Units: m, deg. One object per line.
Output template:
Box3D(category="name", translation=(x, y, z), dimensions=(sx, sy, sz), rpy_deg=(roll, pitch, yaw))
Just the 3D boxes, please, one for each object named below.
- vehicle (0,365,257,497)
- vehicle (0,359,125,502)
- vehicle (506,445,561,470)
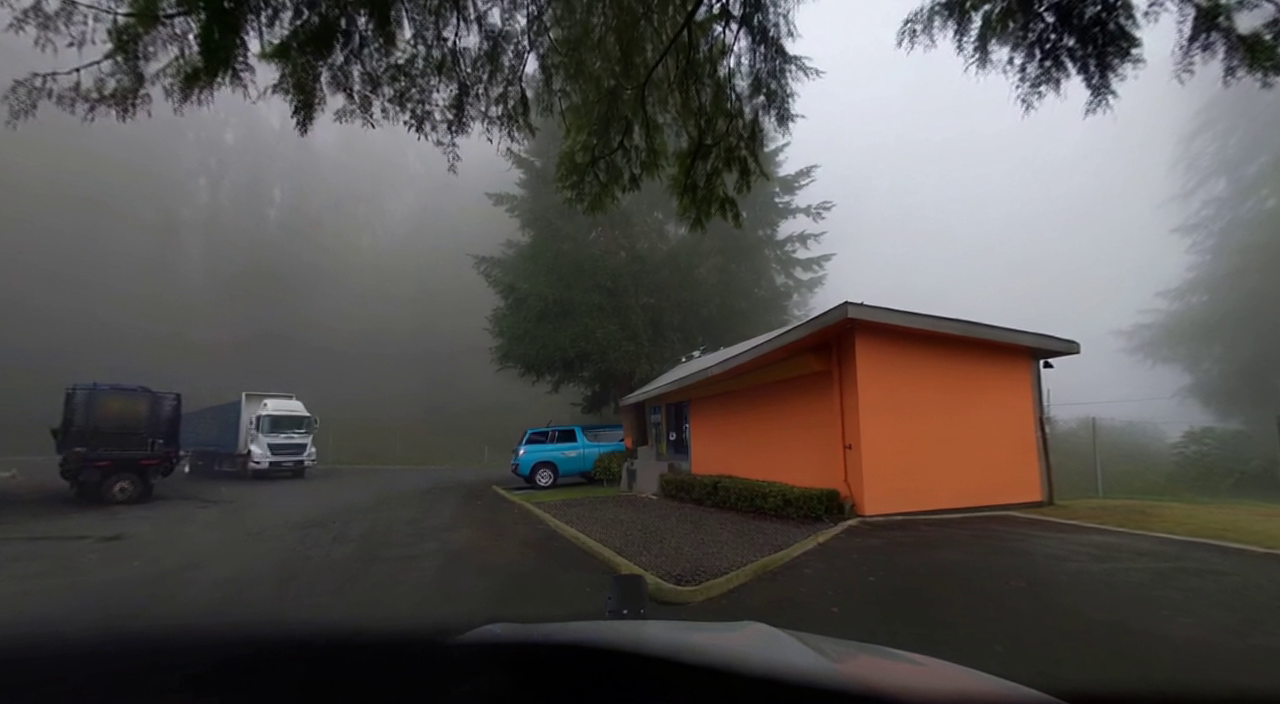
Box3D(category="vehicle", translation=(-19.615, 3.095, 23.677), dimensions=(11.906, 4.069, 2.948), rpy_deg=(-5, -10, 28))
Box3D(category="vehicle", translation=(-21.924, 2.741, 20.991), dimensions=(11.512, 3.871, 3.038), rpy_deg=(-5, -10, 29))
Box3D(category="vehicle", translation=(-6.732, 6.700, 40.109), dimensions=(1.809, 1.506, 3.473), rpy_deg=(-4, -10, 24))
